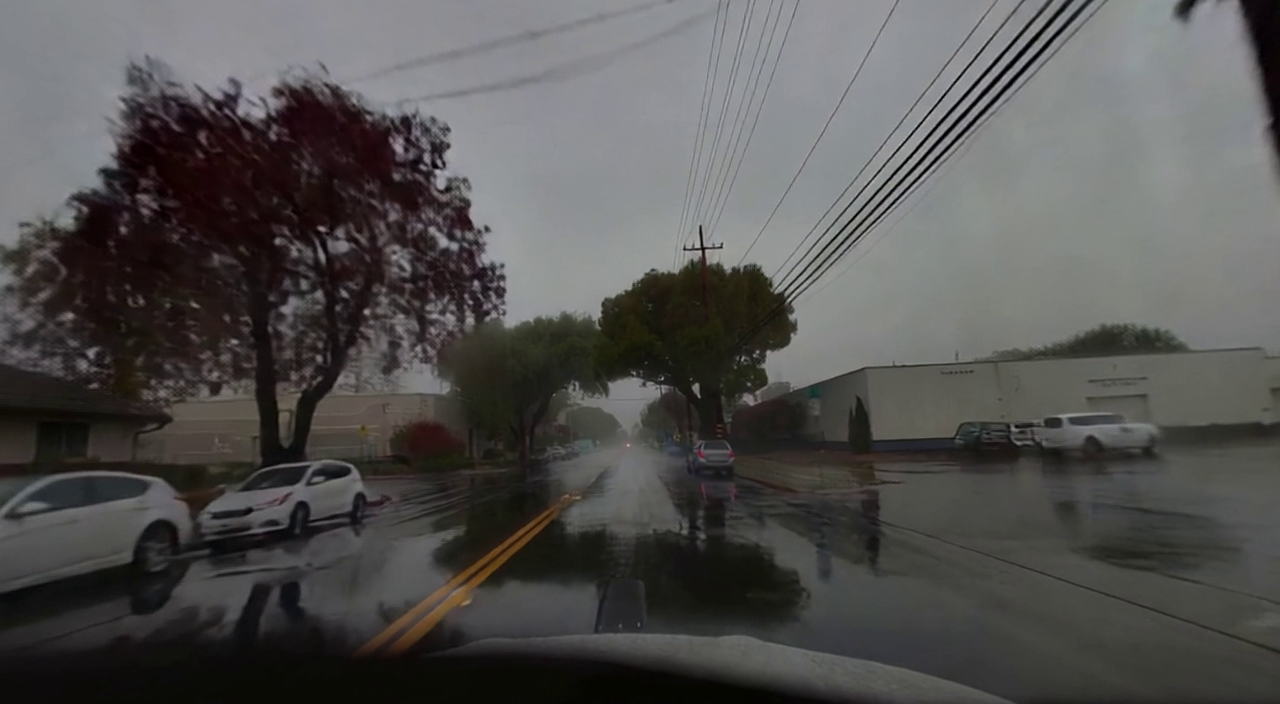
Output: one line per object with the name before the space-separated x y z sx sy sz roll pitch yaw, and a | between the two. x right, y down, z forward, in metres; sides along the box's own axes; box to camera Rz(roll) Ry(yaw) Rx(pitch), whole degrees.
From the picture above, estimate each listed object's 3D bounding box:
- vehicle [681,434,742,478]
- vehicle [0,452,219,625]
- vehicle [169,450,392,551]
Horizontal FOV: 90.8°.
vehicle | 3.135 4.714 28.893 2.138 1.820 5.218 0 -8 0
vehicle | -6.569 1.803 6.183 1.887 1.460 4.444 -4 -8 0
vehicle | -6.530 2.690 12.143 1.804 1.403 4.174 -3 -8 1
